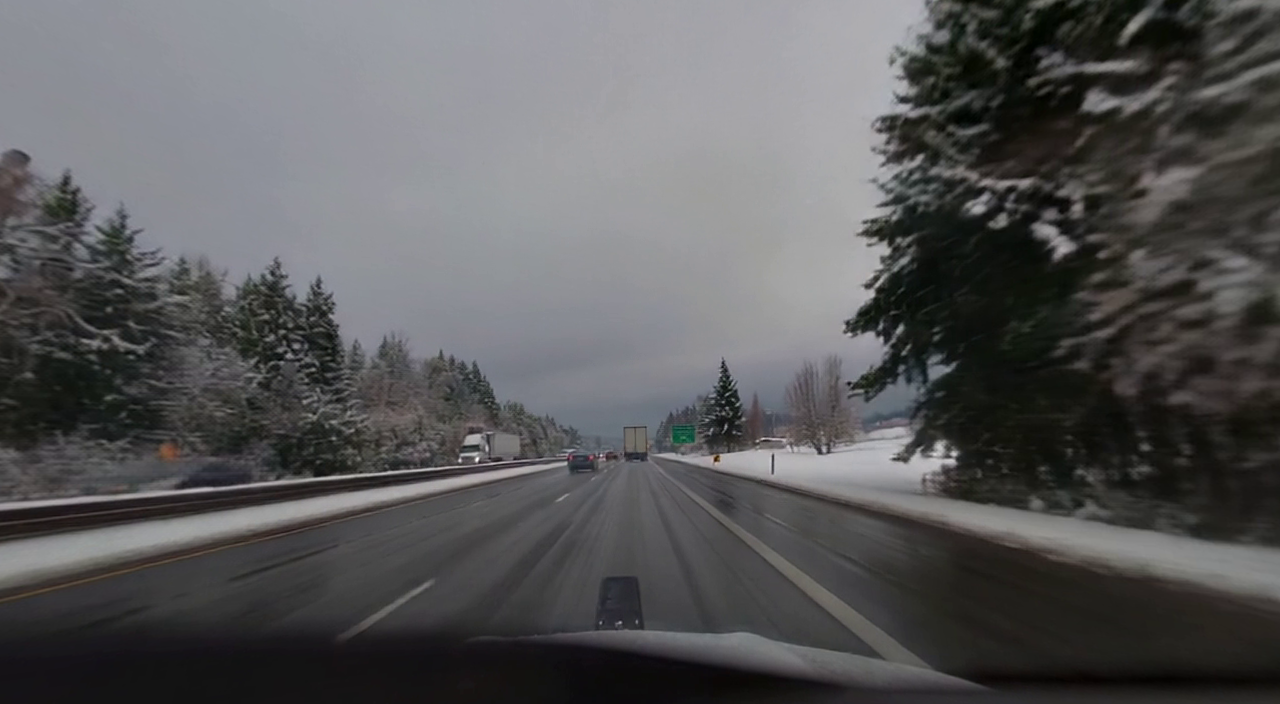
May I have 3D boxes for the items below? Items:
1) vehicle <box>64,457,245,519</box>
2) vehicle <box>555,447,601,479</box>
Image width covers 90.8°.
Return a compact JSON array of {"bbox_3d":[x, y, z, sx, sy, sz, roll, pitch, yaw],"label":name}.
[{"bbox_3d":[-13.152,3.663,17.470,1.796,1.445,3.995,0,-9,1],"label":"vehicle"},{"bbox_3d":[-3.407,6.204,35.530,2.081,1.682,4.425,0,-9,0],"label":"vehicle"}]
